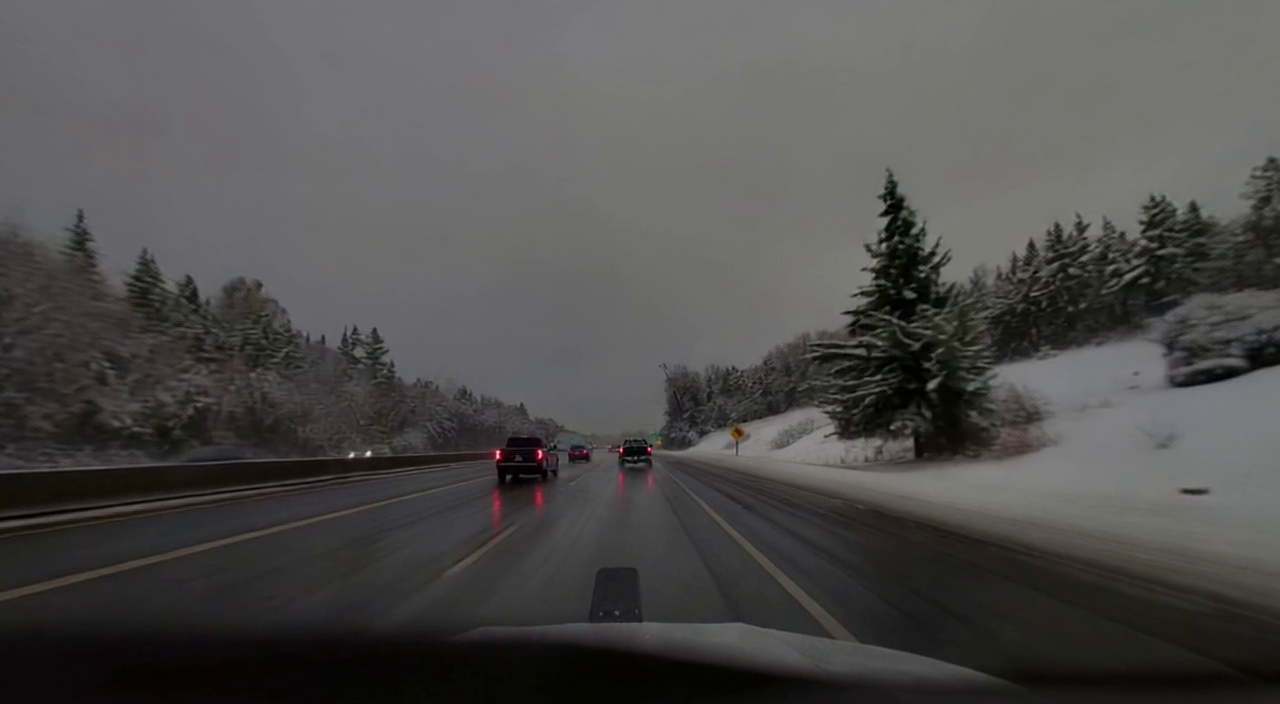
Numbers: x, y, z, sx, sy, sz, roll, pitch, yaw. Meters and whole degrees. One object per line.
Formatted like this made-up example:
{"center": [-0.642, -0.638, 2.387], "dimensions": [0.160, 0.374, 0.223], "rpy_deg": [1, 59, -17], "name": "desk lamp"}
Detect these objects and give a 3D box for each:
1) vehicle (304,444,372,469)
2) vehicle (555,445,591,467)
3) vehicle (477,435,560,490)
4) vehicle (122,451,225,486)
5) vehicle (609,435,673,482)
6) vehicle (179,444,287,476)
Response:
{"center": [-21.779, 7.565, 45.898], "dimensions": [2.141, 1.690, 5.651], "rpy_deg": [0, -8, 0], "name": "vehicle"}
{"center": [-4.779, 7.476, 45.638], "dimensions": [2.084, 1.528, 4.094], "rpy_deg": [0, -8, 0], "name": "vehicle"}
{"center": [-4.165, 3.862, 22.469], "dimensions": [2.044, 1.717, 4.421], "rpy_deg": [0, -8, 0], "name": "vehicle"}
{"center": [-21.246, 5.296, 28.984], "dimensions": [1.776, 1.421, 3.933], "rpy_deg": [0, -8, -1], "name": "vehicle"}
{"center": [-0.002, 4.316, 25.960], "dimensions": [2.378, 1.750, 4.355], "rpy_deg": [0, -8, -1], "name": "vehicle"}
{"center": [-25.505, 6.771, 40.035], "dimensions": [2.566, 1.804, 6.487], "rpy_deg": [0, -8, -1], "name": "vehicle"}
